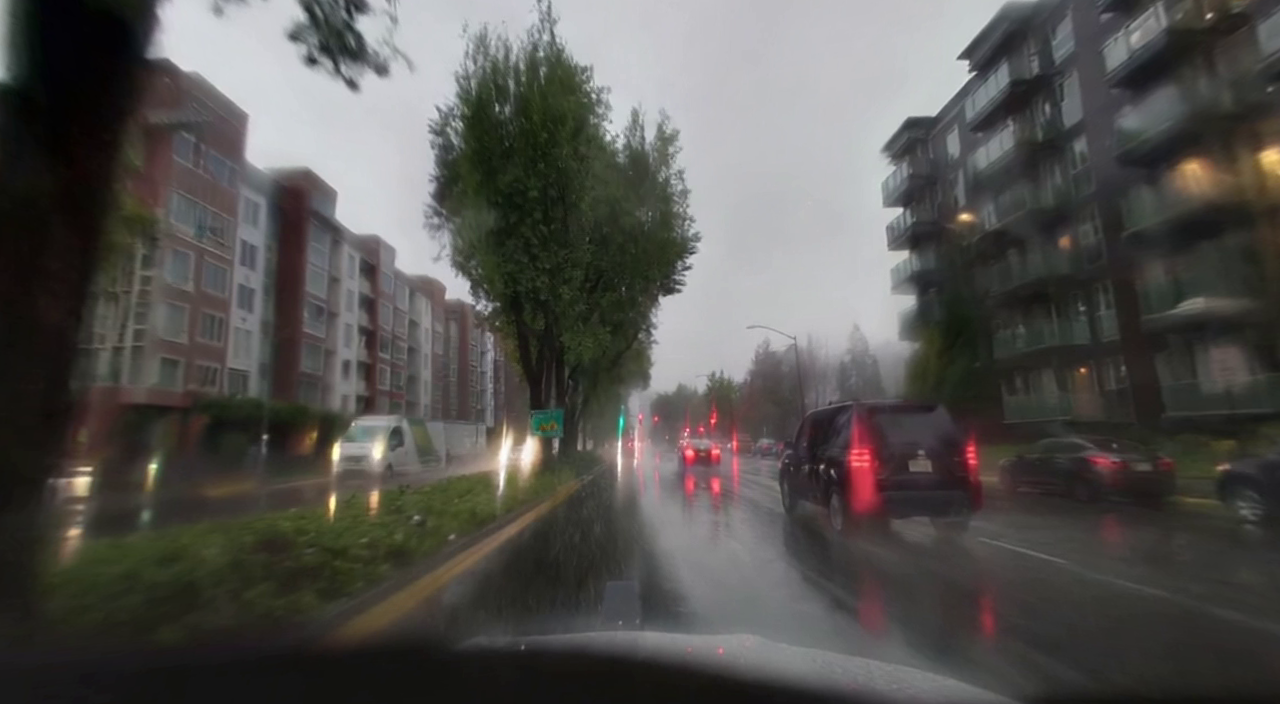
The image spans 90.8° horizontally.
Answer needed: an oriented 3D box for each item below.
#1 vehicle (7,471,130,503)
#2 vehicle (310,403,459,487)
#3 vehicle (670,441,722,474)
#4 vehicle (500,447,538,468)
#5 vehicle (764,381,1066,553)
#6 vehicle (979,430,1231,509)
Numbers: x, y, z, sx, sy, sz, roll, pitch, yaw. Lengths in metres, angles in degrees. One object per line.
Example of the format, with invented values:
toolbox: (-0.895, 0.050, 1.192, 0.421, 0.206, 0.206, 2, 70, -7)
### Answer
vehicle: (-32.653, 7.688, 36.332, 1.747, 1.503, 5.018, -2, -9, 13)
vehicle: (-12.224, 4.695, 31.874, 3.059, 3.478, 10.986, 0, -9, -1)
vehicle: (2.625, 5.090, 30.747, 2.003, 1.480, 4.494, 0, -9, -1)
vehicle: (-8.875, 7.776, 46.698, 1.949, 1.503, 4.388, 0, -9, -1)
vehicle: (3.801, 1.782, 10.387, 2.427, 2.017, 5.763, 0, -9, 1)
vehicle: (10.072, 2.578, 14.360, 2.007, 1.464, 4.917, 0, -9, 0)
